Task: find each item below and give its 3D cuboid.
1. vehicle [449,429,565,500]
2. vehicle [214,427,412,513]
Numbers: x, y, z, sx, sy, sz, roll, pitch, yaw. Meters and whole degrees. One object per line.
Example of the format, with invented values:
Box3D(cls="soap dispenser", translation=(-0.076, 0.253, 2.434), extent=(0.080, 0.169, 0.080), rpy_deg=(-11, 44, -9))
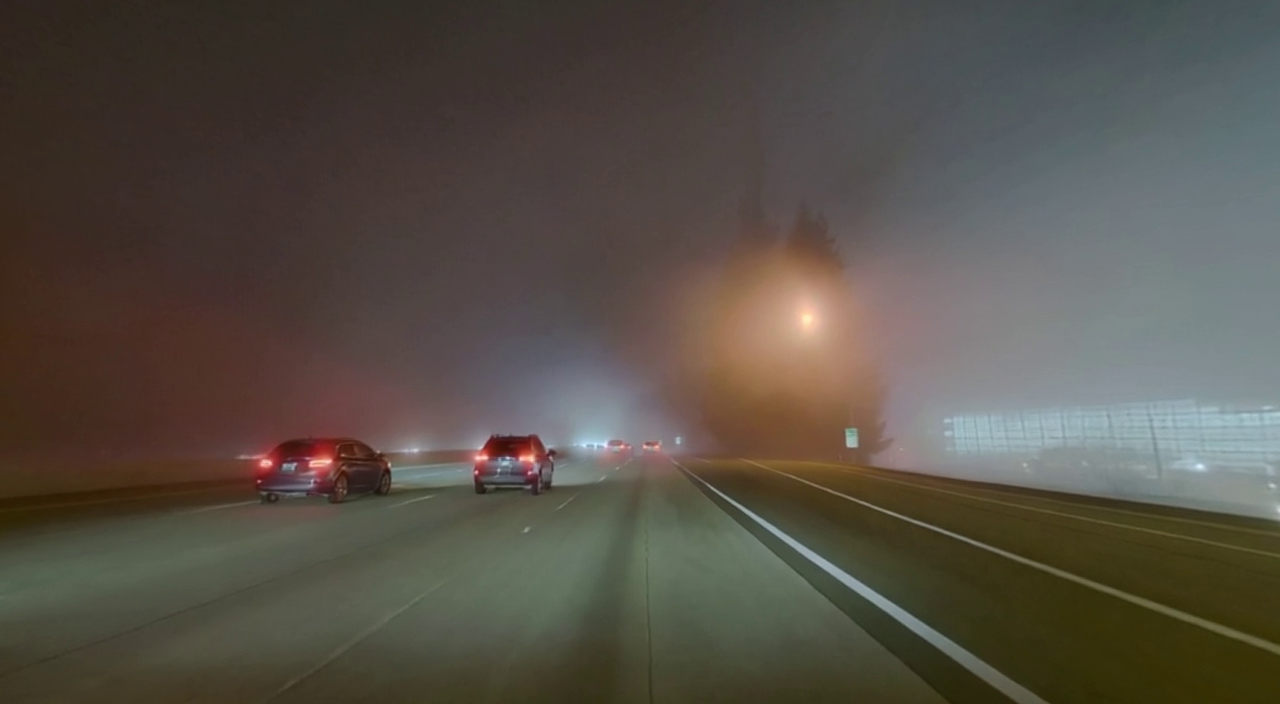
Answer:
Box3D(cls="vehicle", translation=(-3.560, 3.115, 17.782), extent=(2.158, 1.717, 4.375), rpy_deg=(-1, -9, 2))
Box3D(cls="vehicle", translation=(-7.295, 2.678, 14.752), extent=(2.071, 1.661, 4.540), rpy_deg=(-1, -9, 2))
